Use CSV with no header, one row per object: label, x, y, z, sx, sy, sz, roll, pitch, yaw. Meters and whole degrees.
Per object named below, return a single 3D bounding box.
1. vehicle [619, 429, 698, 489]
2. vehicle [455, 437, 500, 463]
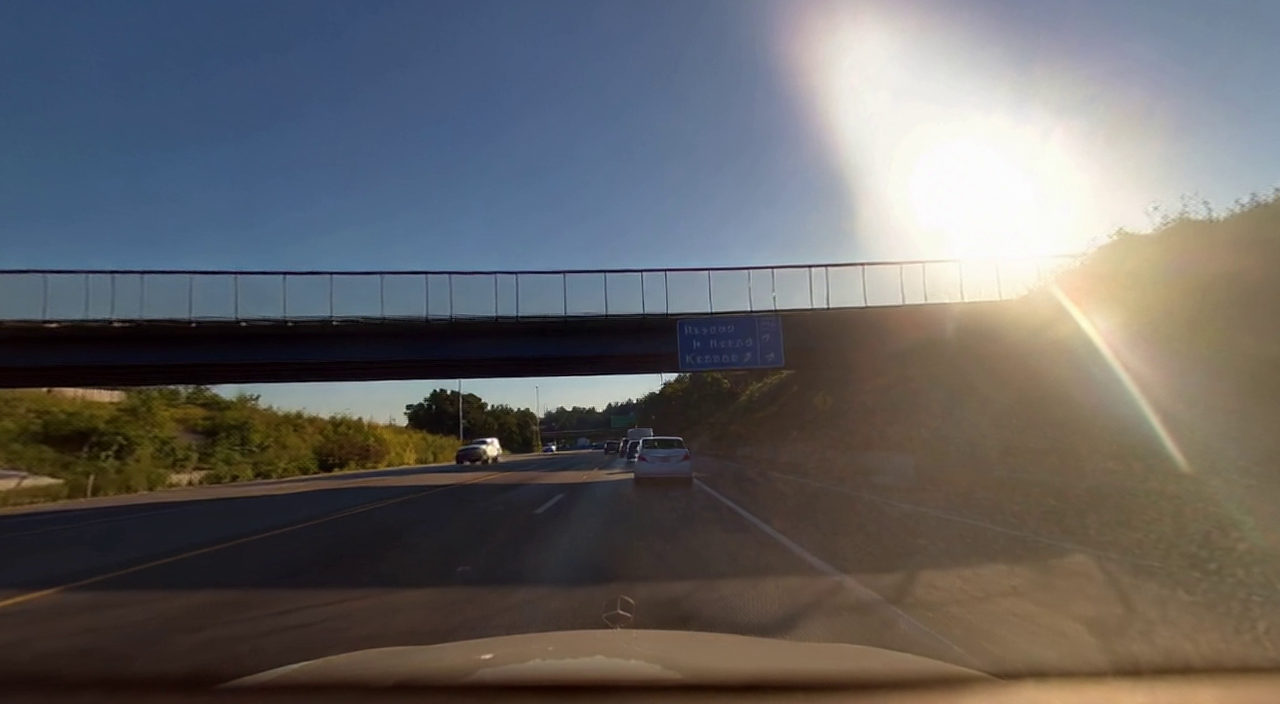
vehicle,0.453,3.246,19.443,2.092,1.636,4.024,0,-8,-3
vehicle,-12.012,7.247,46.731,2.082,1.833,4.755,-1,-8,0
